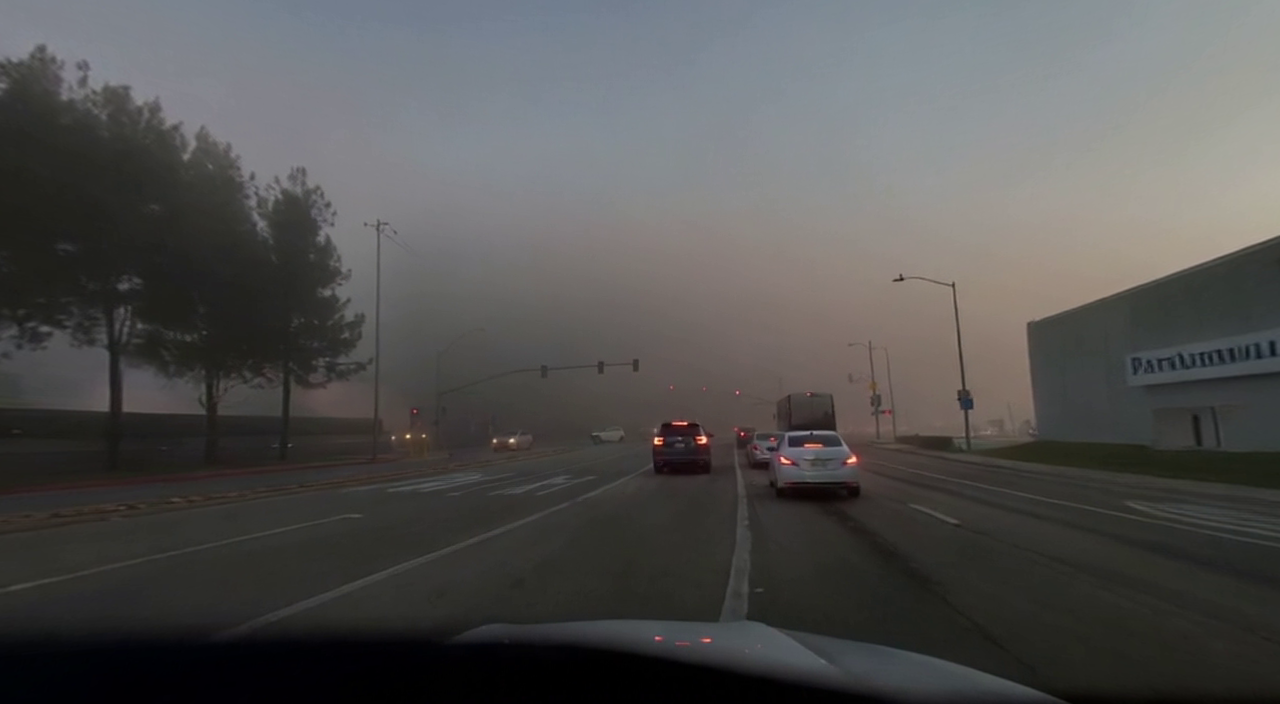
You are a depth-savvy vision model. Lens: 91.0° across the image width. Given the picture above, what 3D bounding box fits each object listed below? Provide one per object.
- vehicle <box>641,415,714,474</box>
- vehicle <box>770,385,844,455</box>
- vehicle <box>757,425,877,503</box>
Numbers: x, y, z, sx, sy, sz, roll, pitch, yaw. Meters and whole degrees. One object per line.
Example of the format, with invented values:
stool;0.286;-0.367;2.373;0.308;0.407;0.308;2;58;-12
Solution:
vehicle;1.472;3.360;22.745;2.188;1.892;4.488;-1;-9;9
vehicle;10.307;4.500;39.864;2.965;3.900;9.064;-1;-9;5
vehicle;3.867;2.533;14.599;2.109;1.500;4.585;-1;-9;9
